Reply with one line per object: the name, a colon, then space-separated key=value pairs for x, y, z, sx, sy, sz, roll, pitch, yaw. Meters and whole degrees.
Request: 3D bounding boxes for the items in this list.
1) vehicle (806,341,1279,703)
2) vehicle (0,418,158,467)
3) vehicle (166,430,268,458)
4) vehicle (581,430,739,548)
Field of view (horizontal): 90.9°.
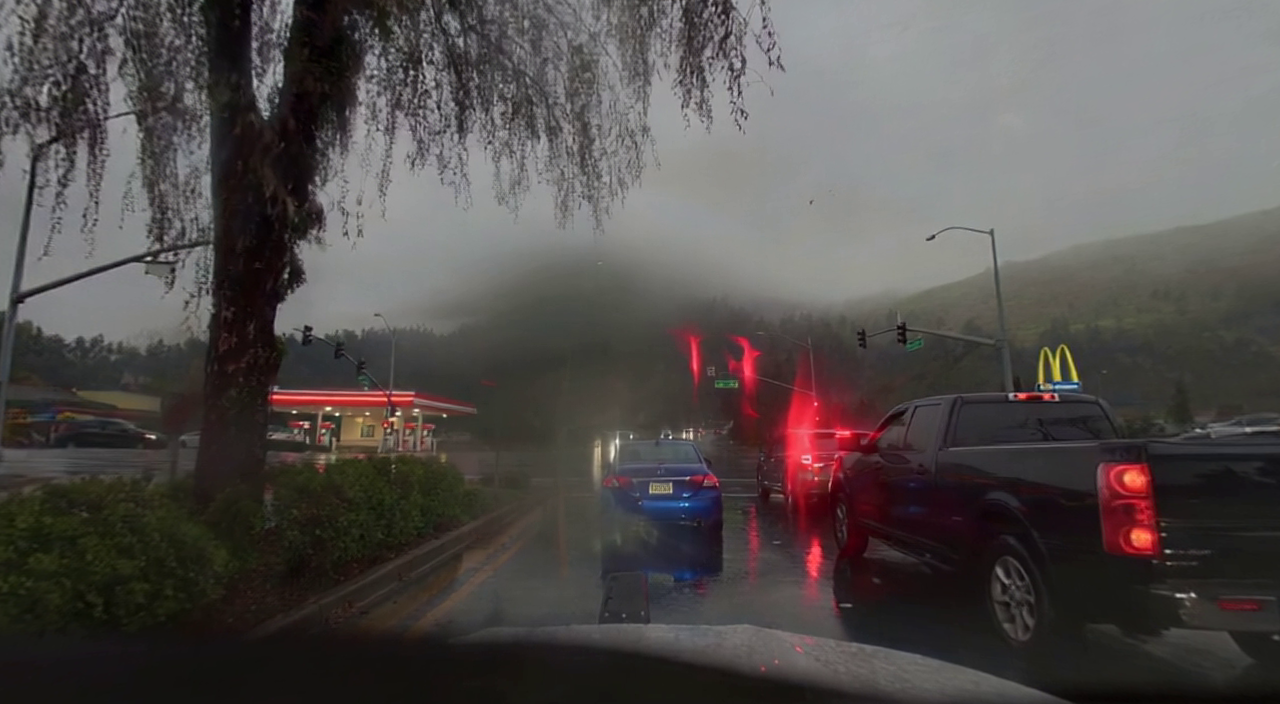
vehicle: x=3.571 y=1.316 z=6.114 sx=2.277 sy=1.871 sz=6.143 roll=0 pitch=-8 yaw=0
vehicle: x=-21.071 y=3.365 z=23.365 sx=4.742 sy=1.720 sz=2.107 roll=-1 pitch=-8 yaw=4
vehicle: x=-23.092 y=5.034 z=34.488 sx=4.326 sy=1.420 sz=1.798 roll=-1 pitch=-8 yaw=4
vehicle: x=0.247 y=2.044 z=10.053 sx=2.027 sy=1.494 sz=3.824 roll=0 pitch=-8 yaw=0
